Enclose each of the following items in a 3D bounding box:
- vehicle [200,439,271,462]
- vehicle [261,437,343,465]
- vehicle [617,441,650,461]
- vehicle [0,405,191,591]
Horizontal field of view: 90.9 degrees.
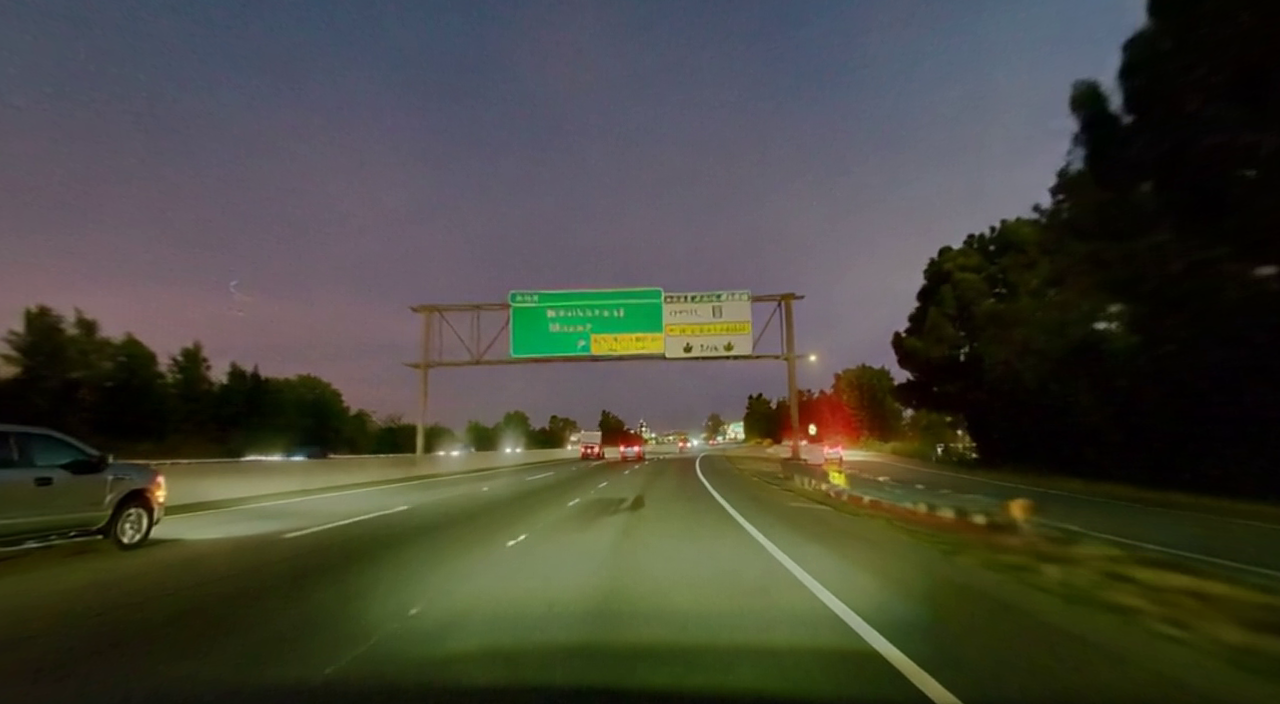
[{"bbox_3d":[-28.707,6.990,44.914,1.843,1.589,4.515,-1,-8,4],"label":"vehicle"},{"bbox_3d":[-21.544,6.341,40.541,2.046,1.608,5.332,-1,-8,4],"label":"vehicle"},{"bbox_3d":[-0.455,7.765,49.386,2.112,1.489,4.266,-1,-8,5],"label":"vehicle"},{"bbox_3d":[-6.651,1.264,5.394,1.923,1.630,4.857,0,-8,2],"label":"vehicle"}]
